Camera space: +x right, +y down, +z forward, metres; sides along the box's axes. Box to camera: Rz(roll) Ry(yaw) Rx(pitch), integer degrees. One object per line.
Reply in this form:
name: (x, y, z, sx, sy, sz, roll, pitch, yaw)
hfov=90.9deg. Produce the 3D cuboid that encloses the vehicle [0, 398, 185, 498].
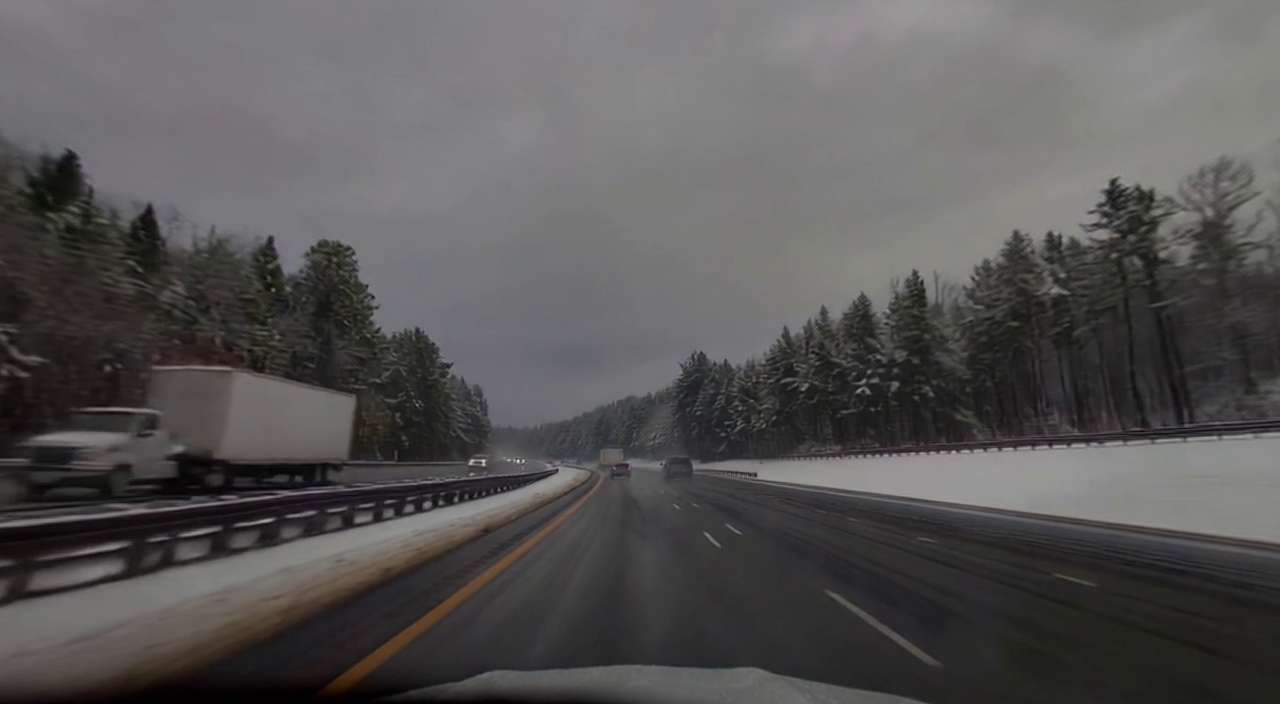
vehicle: (-13.973, 2.369, 15.168, 2.240, 1.991, 5.012, 1, -10, -1)
